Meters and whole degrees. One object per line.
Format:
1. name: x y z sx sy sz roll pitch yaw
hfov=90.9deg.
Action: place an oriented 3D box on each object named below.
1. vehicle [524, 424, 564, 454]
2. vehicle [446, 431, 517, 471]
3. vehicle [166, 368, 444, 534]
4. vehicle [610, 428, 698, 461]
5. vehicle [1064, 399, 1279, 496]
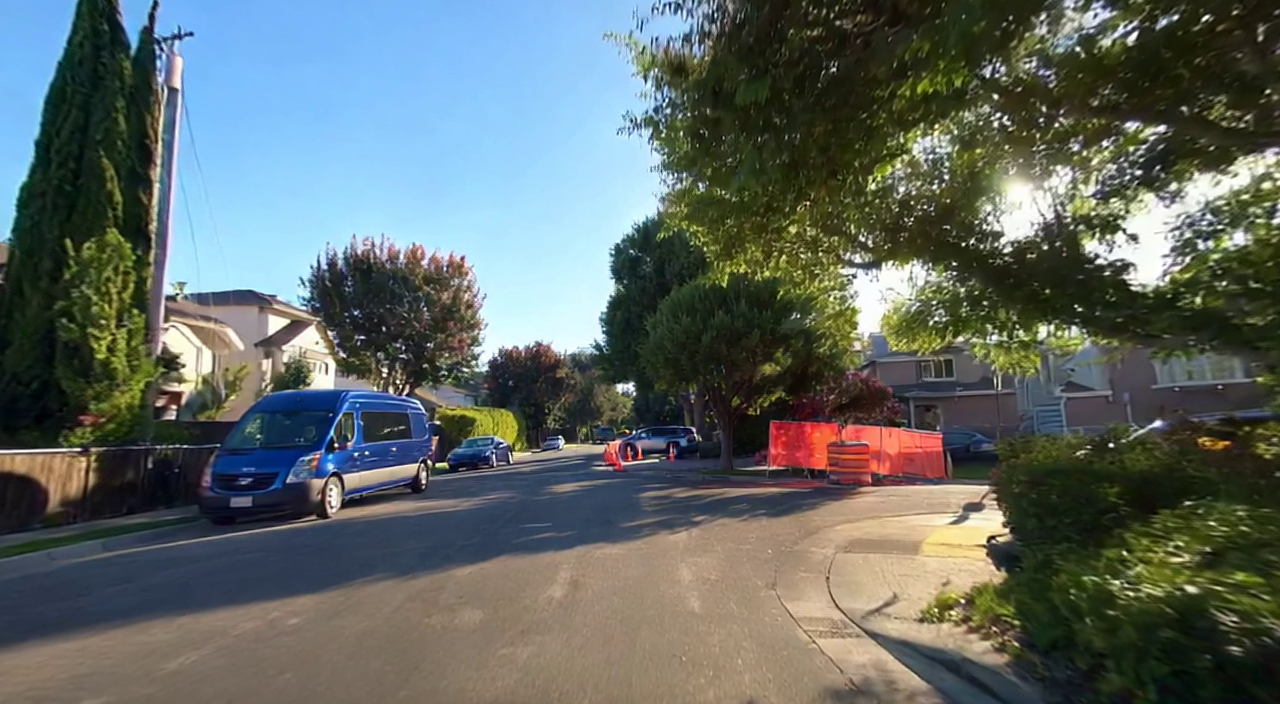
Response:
1. vehicle: -6.566 6.014 43.608 2.042 1.937 4.960 0 -8 0
2. vehicle: -6.549 4.125 26.519 1.899 1.524 4.082 0 -8 0
3. vehicle: -6.384 1.918 13.470 2.284 2.500 7.006 -2 -6 -1
4. vehicle: 0.722 4.431 30.378 4.070 1.436 1.827 6 -10 -40
5. vehicle: 12.460 2.117 14.168 4.624 1.924 2.005 -5 -9 31
